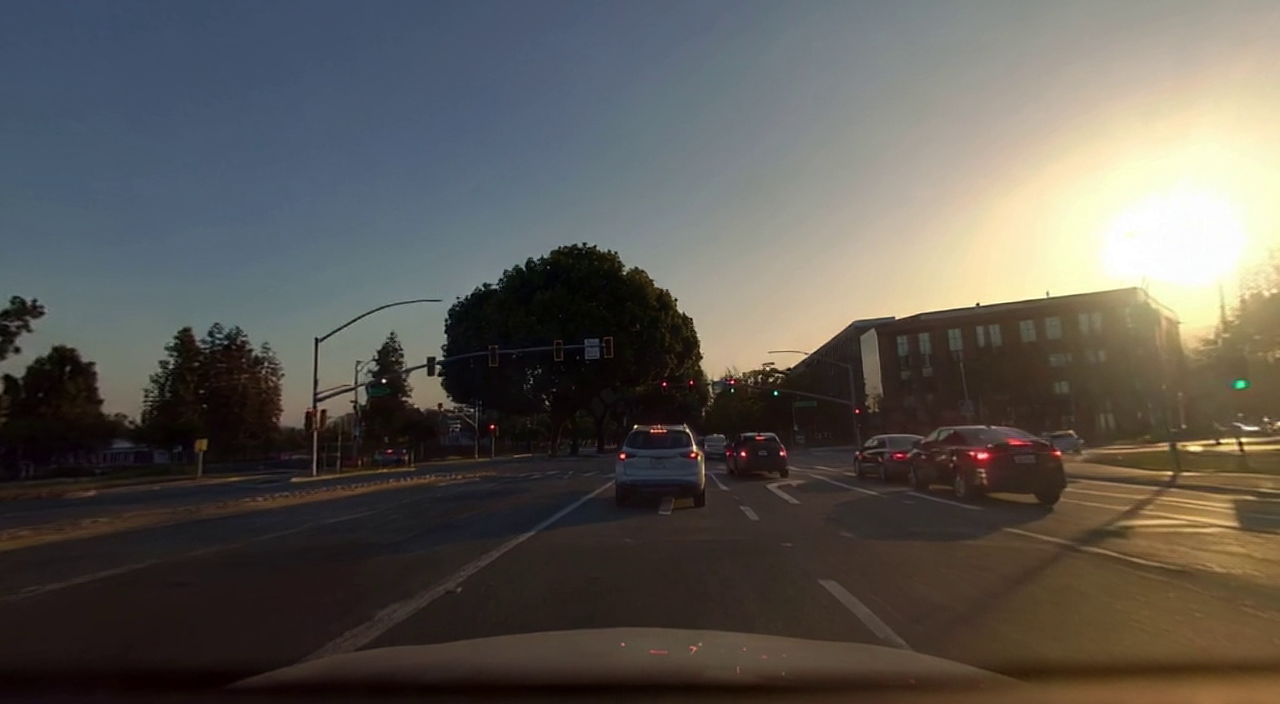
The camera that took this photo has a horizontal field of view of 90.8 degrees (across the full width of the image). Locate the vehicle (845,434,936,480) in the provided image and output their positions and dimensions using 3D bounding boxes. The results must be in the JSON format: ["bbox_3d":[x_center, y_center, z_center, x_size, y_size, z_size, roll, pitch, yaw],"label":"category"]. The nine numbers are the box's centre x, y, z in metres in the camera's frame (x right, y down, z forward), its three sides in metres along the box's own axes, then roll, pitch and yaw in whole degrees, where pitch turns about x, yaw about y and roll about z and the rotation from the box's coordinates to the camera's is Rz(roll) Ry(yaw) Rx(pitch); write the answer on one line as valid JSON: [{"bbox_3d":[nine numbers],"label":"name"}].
[{"bbox_3d":[8.821,3.724,22.674,1.862,1.471,4.297,-1,-9,5],"label":"vehicle"}]

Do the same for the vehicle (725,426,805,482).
[{"bbox_3d":[4.343,3.644,22.711,2.188,1.774,4.646,-1,-9,4],"label":"vehicle"}]

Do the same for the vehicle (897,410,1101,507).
[{"bbox_3d":[7.643,2.333,14.109,2.074,1.791,4.393,-1,-9,2],"label":"vehicle"}]

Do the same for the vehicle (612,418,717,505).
[{"bbox_3d":[0.621,2.630,15.464,2.211,1.795,4.179,-1,-9,3],"label":"vehicle"}]
